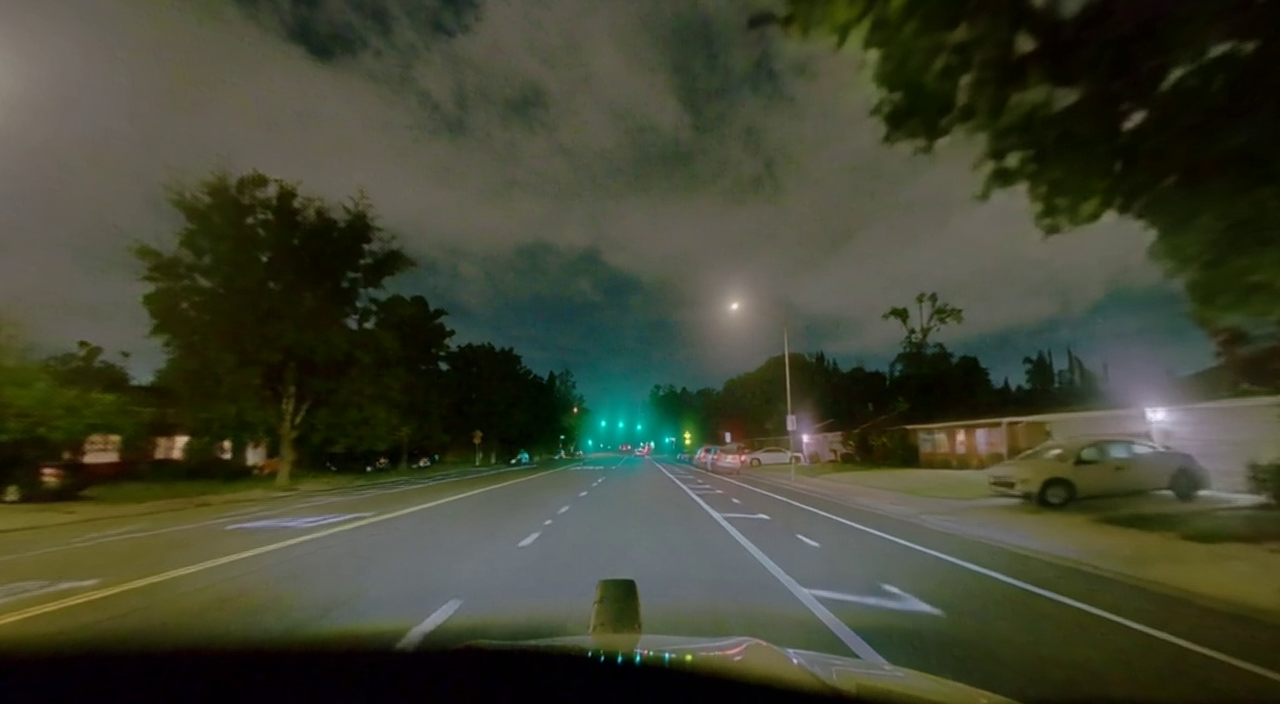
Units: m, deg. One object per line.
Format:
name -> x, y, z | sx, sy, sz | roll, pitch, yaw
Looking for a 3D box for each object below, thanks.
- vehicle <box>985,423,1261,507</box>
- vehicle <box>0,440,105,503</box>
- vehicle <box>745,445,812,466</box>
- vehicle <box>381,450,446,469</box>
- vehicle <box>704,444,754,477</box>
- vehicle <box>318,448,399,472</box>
vehicle -> 11.387, 2.693, 15.143 | 4.880, 1.842, 2.069 | 0, -9, -1
vehicle -> -18.400, 3.350, 17.955 | 4.328, 1.674, 1.931 | 1, -9, -3
vehicle -> 10.906, 8.190, 49.800 | 4.875, 1.609, 1.954 | 0, -9, 1
vehicle -> -17.725, 8.423, 49.380 | 4.349, 1.457, 1.997 | 1, -8, -2
vehicle -> 5.176, 6.331, 37.074 | 2.164, 1.729, 4.488 | 2, -9, -2
vehicle -> -18.285, 7.030, 40.955 | 4.355, 1.482, 1.794 | 0, -9, 0
